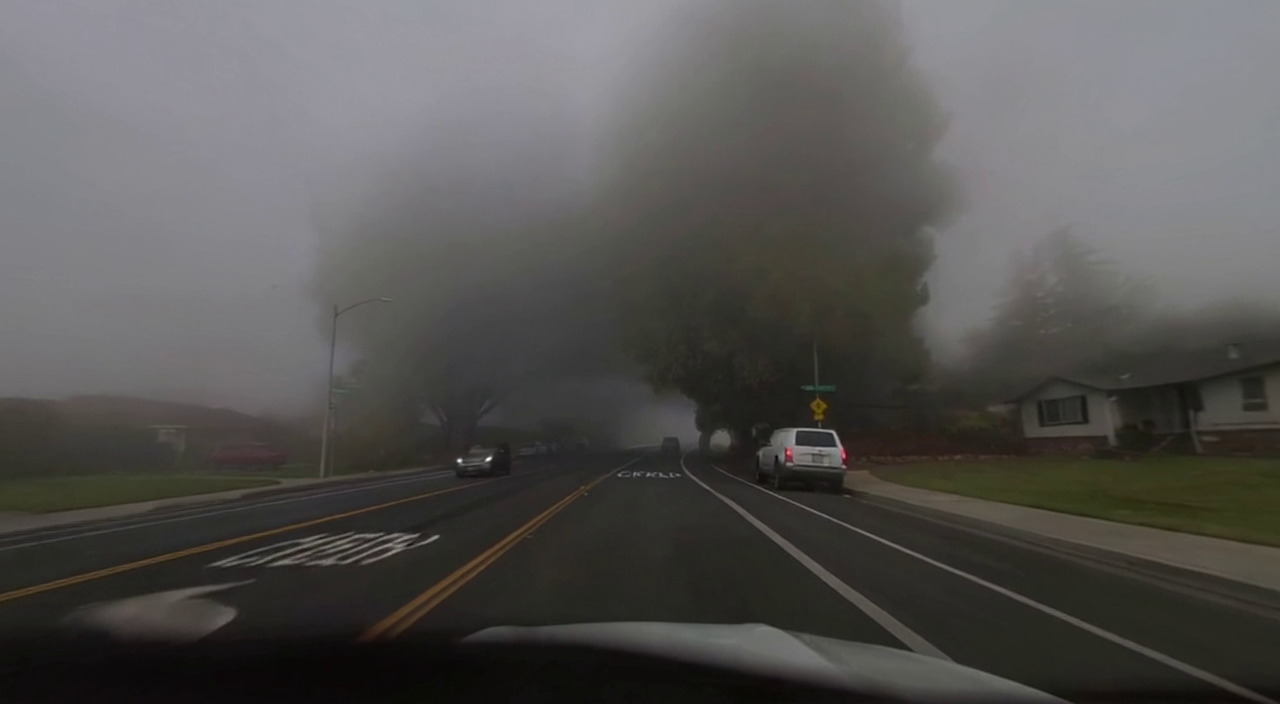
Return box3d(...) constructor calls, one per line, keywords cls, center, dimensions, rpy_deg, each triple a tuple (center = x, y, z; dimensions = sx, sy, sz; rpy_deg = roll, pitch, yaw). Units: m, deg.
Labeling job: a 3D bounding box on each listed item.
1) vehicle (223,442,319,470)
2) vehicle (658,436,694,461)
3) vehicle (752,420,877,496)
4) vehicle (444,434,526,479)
box3d(cls="vehicle", center=(-24.669, 6.969, 42.335), dimensions=(4.999, 1.735, 2.227), rpy_deg=(1, -9, -9))
box3d(cls="vehicle", center=(2.610, 6.829, 44.574), dimensions=(2.115, 1.679, 4.235), rpy_deg=(-1, -9, 9))
box3d(cls="vehicle", center=(4.885, 3.073, 18.608), dimensions=(2.233, 1.887, 5.347), rpy_deg=(0, -9, 1))
box3d(cls="vehicle", center=(-7.026, 4.802, 29.221), dimensions=(2.200, 1.852, 4.897), rpy_deg=(-1, -9, 4))
